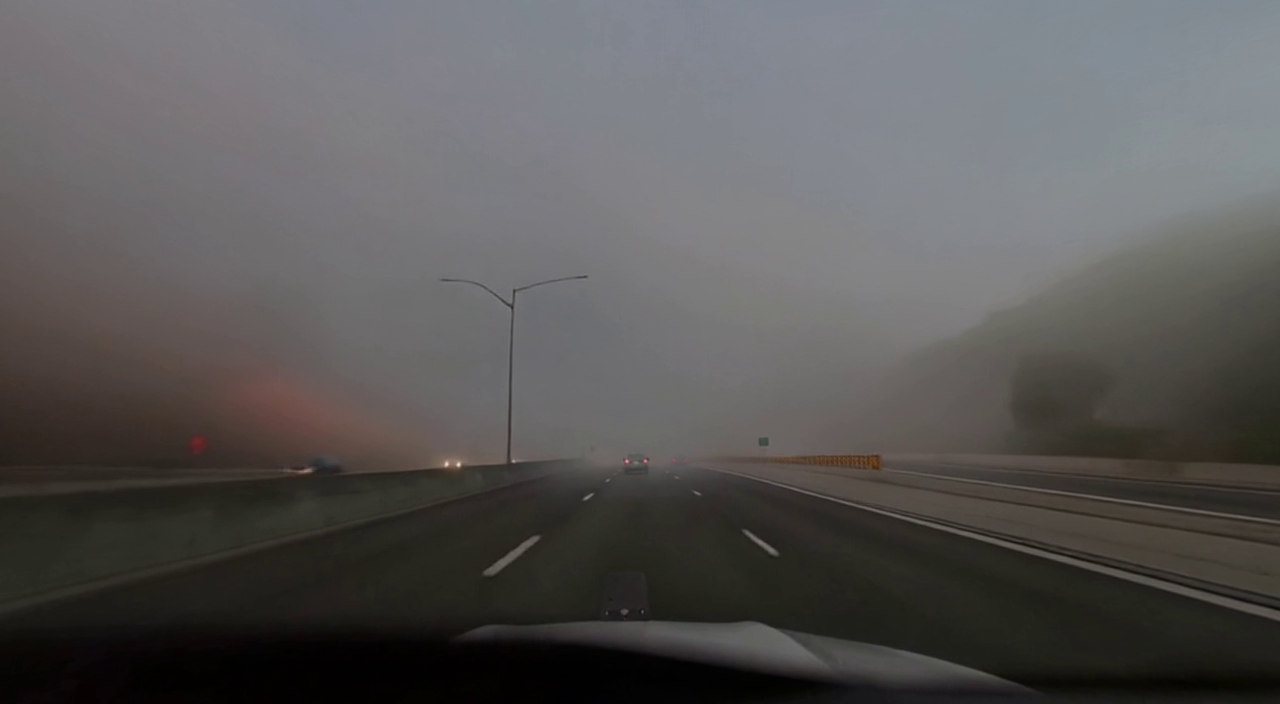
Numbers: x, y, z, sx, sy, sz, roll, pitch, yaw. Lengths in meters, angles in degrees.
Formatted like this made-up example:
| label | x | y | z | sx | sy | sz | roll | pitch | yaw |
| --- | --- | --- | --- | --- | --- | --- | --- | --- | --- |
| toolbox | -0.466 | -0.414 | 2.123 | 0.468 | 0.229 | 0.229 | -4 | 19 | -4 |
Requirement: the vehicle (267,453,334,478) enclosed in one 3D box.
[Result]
| label | x | y | z | sx | sy | sz | roll | pitch | yaw |
| --- | --- | --- | --- | --- | --- | --- | --- | --- | --- |
| vehicle | -22.737 | 7.591 | 42.441 | 1.891 | 1.572 | 4.543 | 0 | -9 | 2 |

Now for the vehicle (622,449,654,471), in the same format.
| label | x | y | z | sx | sy | sz | roll | pitch | yaw |
| --- | --- | --- | --- | --- | --- | --- | --- | --- | --- |
| vehicle | -0.182 | 7.758 | 45.664 | 2.193 | 1.497 | 4.337 | 0 | -9 | -1 |
